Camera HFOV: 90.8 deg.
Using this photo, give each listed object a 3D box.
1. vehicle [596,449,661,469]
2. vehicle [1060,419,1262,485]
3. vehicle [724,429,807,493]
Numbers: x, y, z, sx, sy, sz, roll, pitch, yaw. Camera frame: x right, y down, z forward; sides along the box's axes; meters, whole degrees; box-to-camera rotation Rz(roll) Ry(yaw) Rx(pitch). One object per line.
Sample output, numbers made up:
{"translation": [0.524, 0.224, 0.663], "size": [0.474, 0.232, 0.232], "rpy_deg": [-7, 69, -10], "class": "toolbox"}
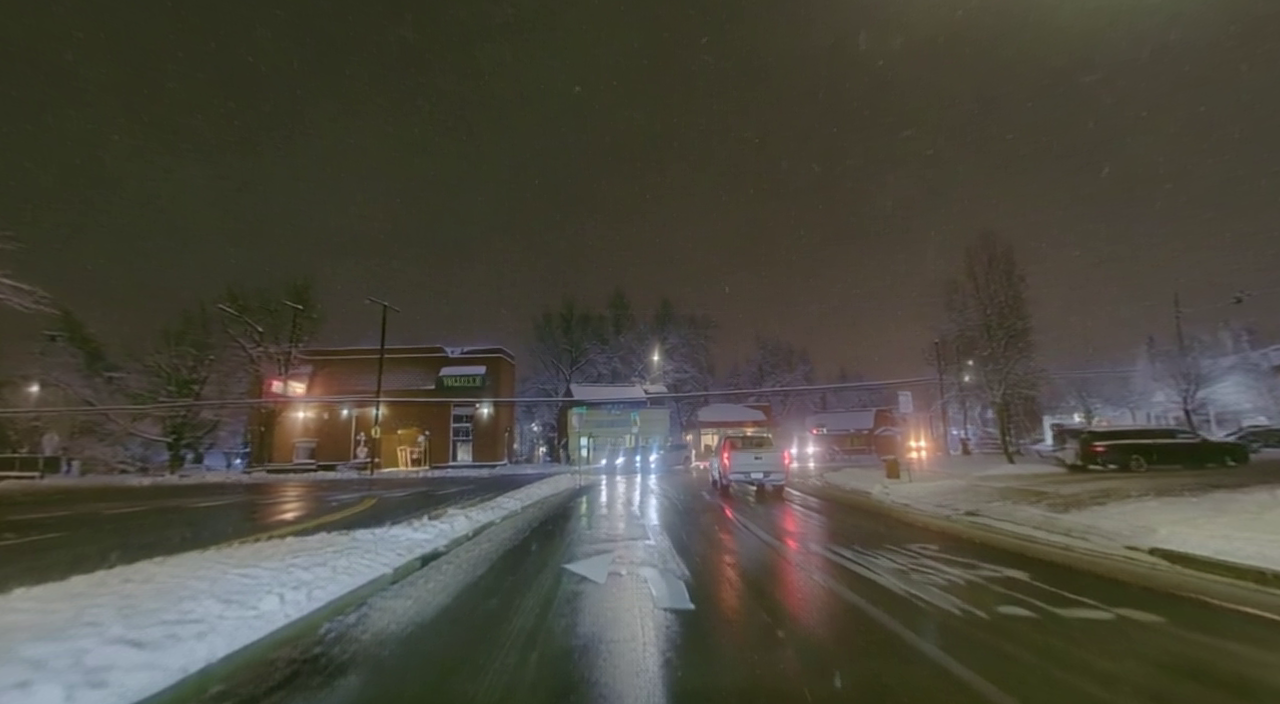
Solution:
{"translation": [-0.878, 8.165, 48.410], "size": [4.633, 1.467, 1.842], "rpy_deg": [-4, -9, 23], "class": "vehicle"}
{"translation": [17.680, 3.397, 21.723], "size": [4.765, 1.678, 2.228], "rpy_deg": [-5, -4, 7], "class": "vehicle"}
{"translation": [4.205, 3.741, 22.093], "size": [2.402, 1.922, 5.677], "rpy_deg": [-1, -9, 7], "class": "vehicle"}
